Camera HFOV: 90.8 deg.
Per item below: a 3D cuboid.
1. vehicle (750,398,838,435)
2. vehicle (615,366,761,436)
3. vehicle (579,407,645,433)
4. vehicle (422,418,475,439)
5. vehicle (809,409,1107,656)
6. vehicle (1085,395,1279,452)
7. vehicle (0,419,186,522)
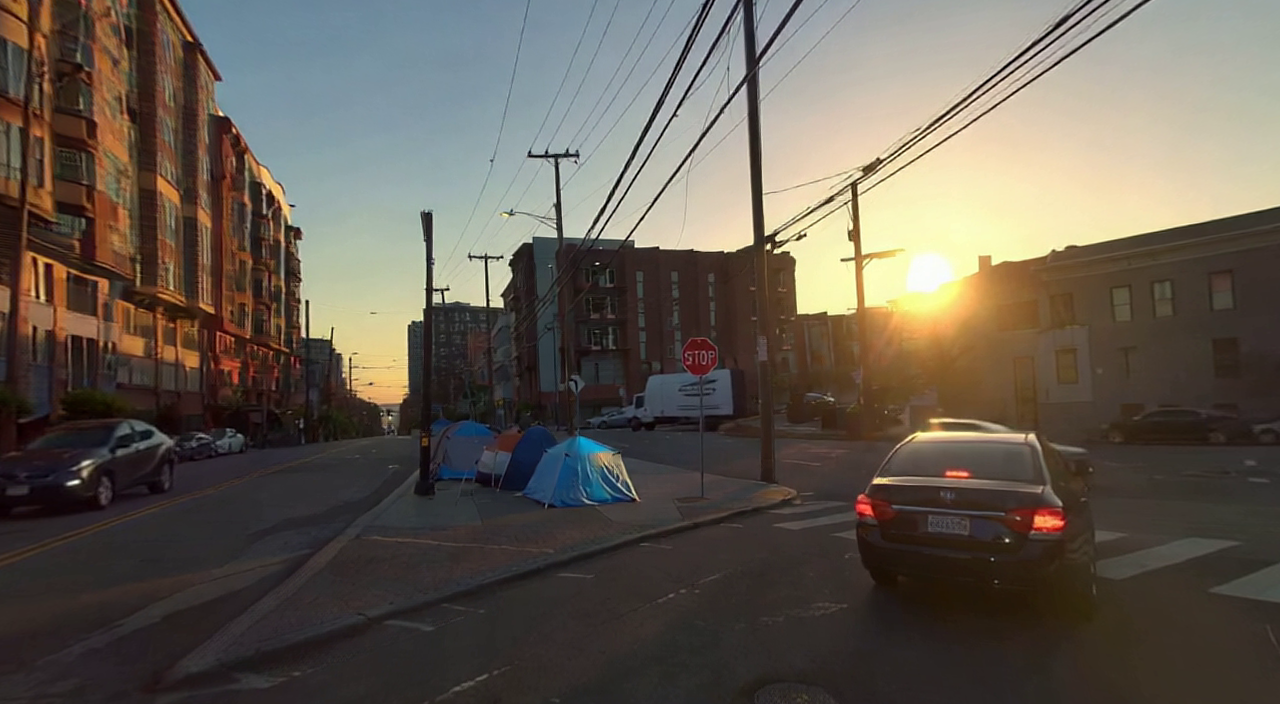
[{"bbox_3d":[8.213,3.542,34.009,4.214,1.694,1.805,-9,-13,44],"label":"vehicle"},{"bbox_3d":[2.239,2.646,31.856,7.172,3.075,2.584,-7,-10,41],"label":"vehicle"},{"bbox_3d":[-1.815,4.363,39.945,1.790,1.468,4.422,7,-11,-41],"label":"vehicle"},{"bbox_3d":[-14.816,5.936,48.787,2.089,1.506,4.641,7,-11,-41],"label":"vehicle"},{"bbox_3d":[3.404,1.550,6.599,1.945,1.647,4.160,-6,-10,32],"label":"vehicle"},{"bbox_3d":[16.116,2.202,18.819,4.363,1.511,1.838,-8,-11,41],"label":"vehicle"},{"bbox_3d":[-11.151,2.341,12.932,1.987,1.686,3.971,0,-8,-20],"label":"vehicle"}]
